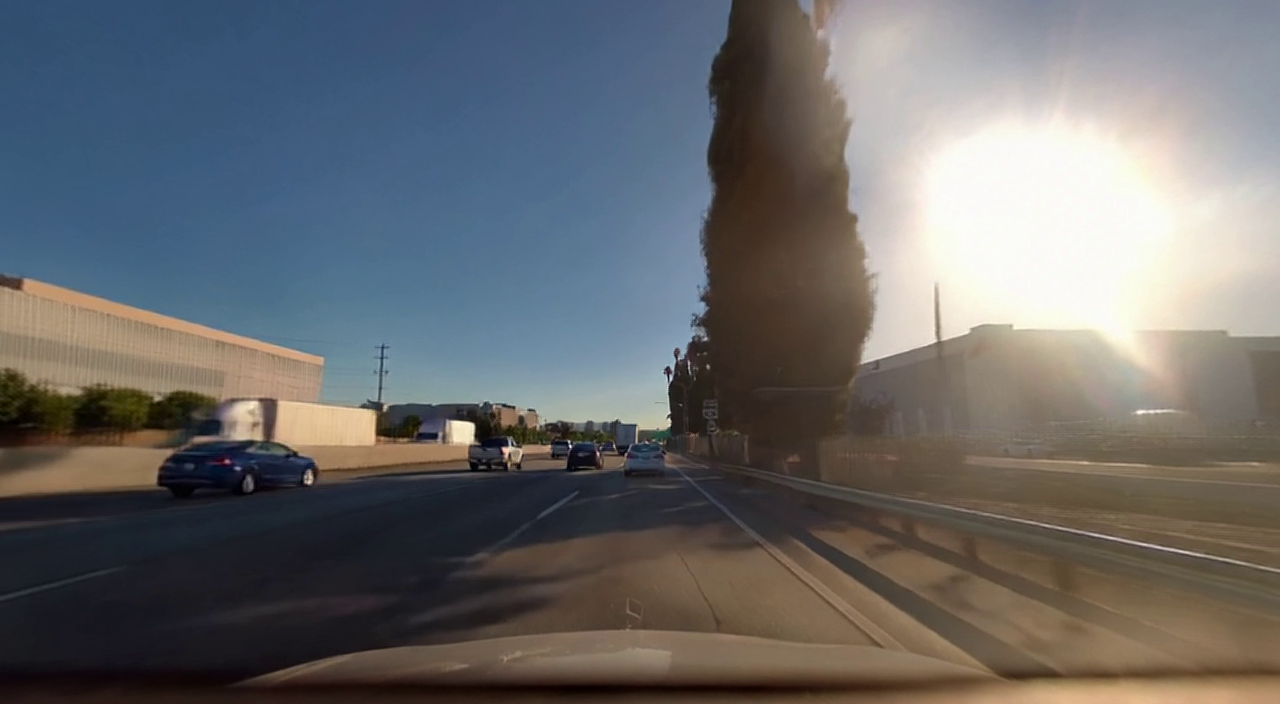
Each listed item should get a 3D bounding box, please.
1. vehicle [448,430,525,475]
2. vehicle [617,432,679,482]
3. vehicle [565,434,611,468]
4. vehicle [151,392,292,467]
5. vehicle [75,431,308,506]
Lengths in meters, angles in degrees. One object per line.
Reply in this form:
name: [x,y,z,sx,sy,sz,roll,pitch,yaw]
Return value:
vehicle: [-6.629,4.415,27.855,2.105,1.790,4.689,0,-8,2]
vehicle: [0.308,3.932,23.863,2.136,1.678,4.052,0,-8,1]
vehicle: [-2.946,5.748,36.715,2.108,1.832,4.549,0,-8,2]
vehicle: [-23.688,4.548,36.322,3.071,3.895,6.904,0,-8,2]
vehicle: [-10.482,2.747,15.407,1.910,1.501,5.004,0,-8,2]
